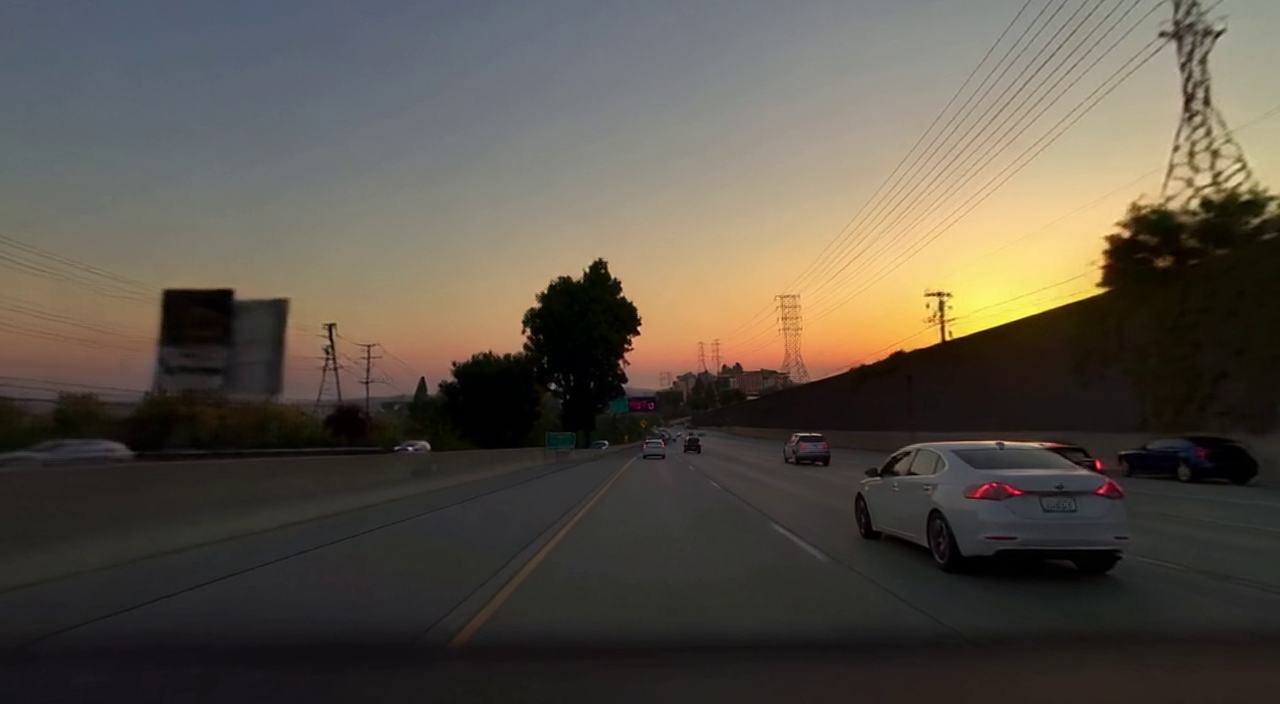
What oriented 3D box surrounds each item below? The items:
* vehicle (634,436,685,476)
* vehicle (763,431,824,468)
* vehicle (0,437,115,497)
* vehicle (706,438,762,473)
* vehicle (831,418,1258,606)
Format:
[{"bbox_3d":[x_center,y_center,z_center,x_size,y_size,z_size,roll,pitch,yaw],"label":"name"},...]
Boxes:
[{"bbox_3d":[0.791,4.445,27.228,2.042,1.581,3.769,0,-8,0],"label":"vehicle"},{"bbox_3d":[7.959,5.113,33.178,2.041,1.821,4.562,0,-8,0],"label":"vehicle"},{"bbox_3d":[-17.027,3.021,16.703,2.041,1.480,4.759,0,-8,2],"label":"vehicle"},{"bbox_3d":[4.185,4.703,28.767,1.936,1.465,4.060,0,-8,0],"label":"vehicle"},{"bbox_3d":[3.904,1.602,7.291,1.986,1.478,4.429,0,-8,0],"label":"vehicle"}]
